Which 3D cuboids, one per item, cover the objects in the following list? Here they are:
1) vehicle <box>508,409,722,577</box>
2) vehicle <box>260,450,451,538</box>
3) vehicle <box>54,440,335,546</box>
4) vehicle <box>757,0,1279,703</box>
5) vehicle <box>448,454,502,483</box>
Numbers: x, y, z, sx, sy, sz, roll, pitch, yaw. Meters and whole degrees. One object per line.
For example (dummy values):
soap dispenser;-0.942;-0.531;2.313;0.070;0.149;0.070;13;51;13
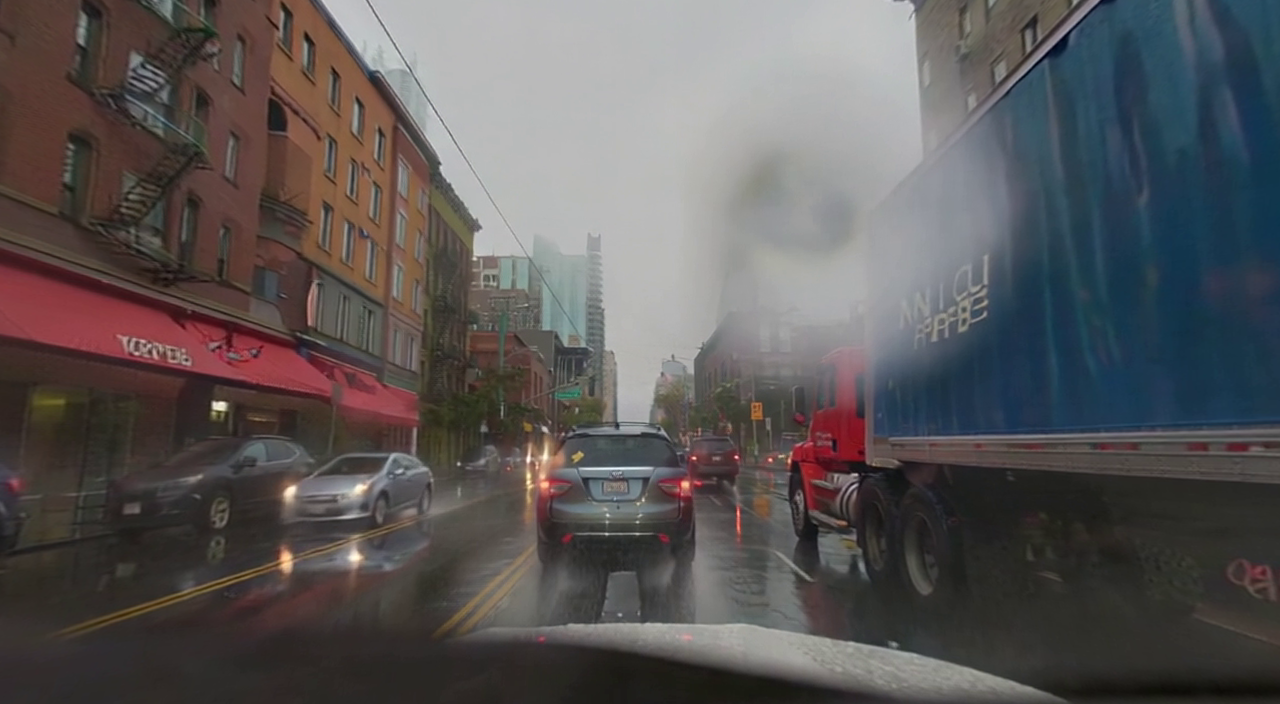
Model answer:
vehicle;-0.255;1.861;9.130;2.283;1.783;4.548;0;-9;0
vehicle;-5.635;2.815;13.267;1.997;1.467;4.373;-1;-9;0
vehicle;-8.835;2.791;13.364;2.065;1.758;5.144;-1;-9;2
vehicle;2.917;0.004;2.672;2.913;3.771;9.716;0;-9;0
vehicle;-8.715;6.187;33.719;1.805;1.379;4.359;0;-9;-1
